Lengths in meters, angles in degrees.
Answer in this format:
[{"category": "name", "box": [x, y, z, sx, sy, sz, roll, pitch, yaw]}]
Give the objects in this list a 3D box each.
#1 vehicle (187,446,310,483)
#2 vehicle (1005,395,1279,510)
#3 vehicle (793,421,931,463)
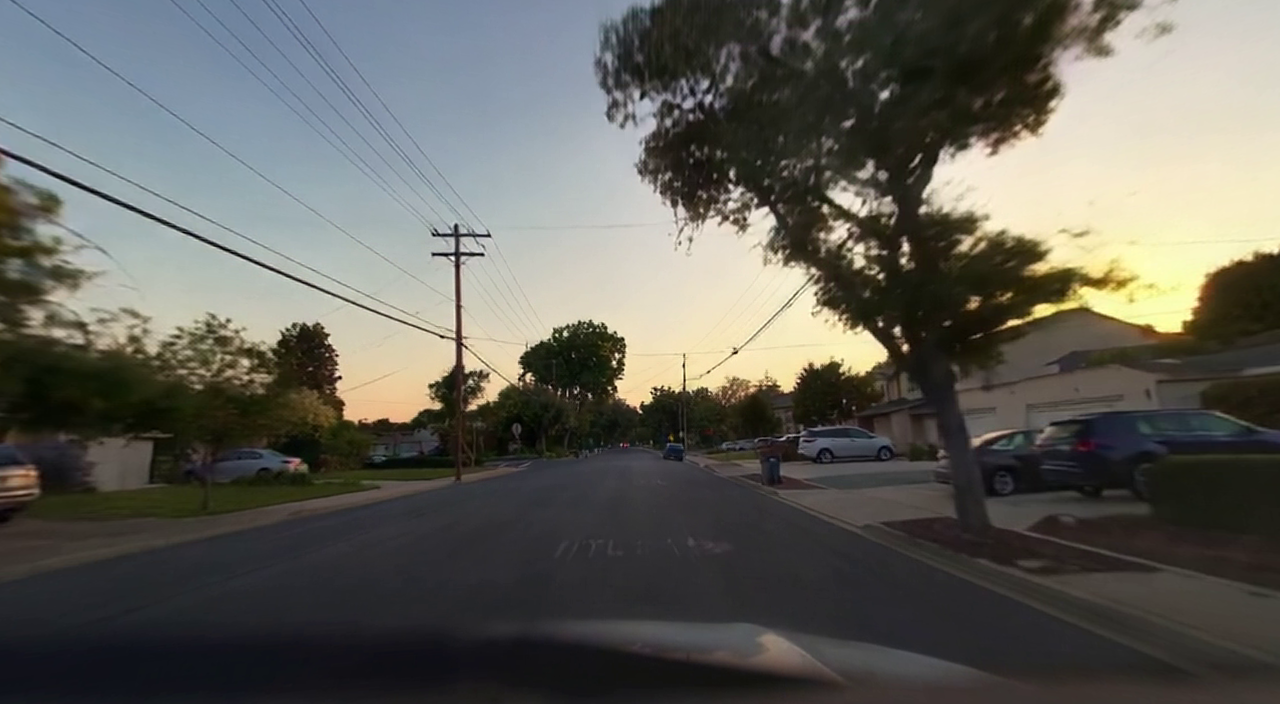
[{"category": "vehicle", "box": [-17.981, 5.153, 29.161, 4.304, 1.643, 1.969, 0, -9, 1]}, {"category": "vehicle", "box": [9.598, 1.779, 11.517, 4.465, 1.727, 2.127, -3, -8, 2]}, {"category": "vehicle", "box": [11.000, 4.532, 31.666, 5.968, 1.963, 2.573, 1, -8, -3]}]
